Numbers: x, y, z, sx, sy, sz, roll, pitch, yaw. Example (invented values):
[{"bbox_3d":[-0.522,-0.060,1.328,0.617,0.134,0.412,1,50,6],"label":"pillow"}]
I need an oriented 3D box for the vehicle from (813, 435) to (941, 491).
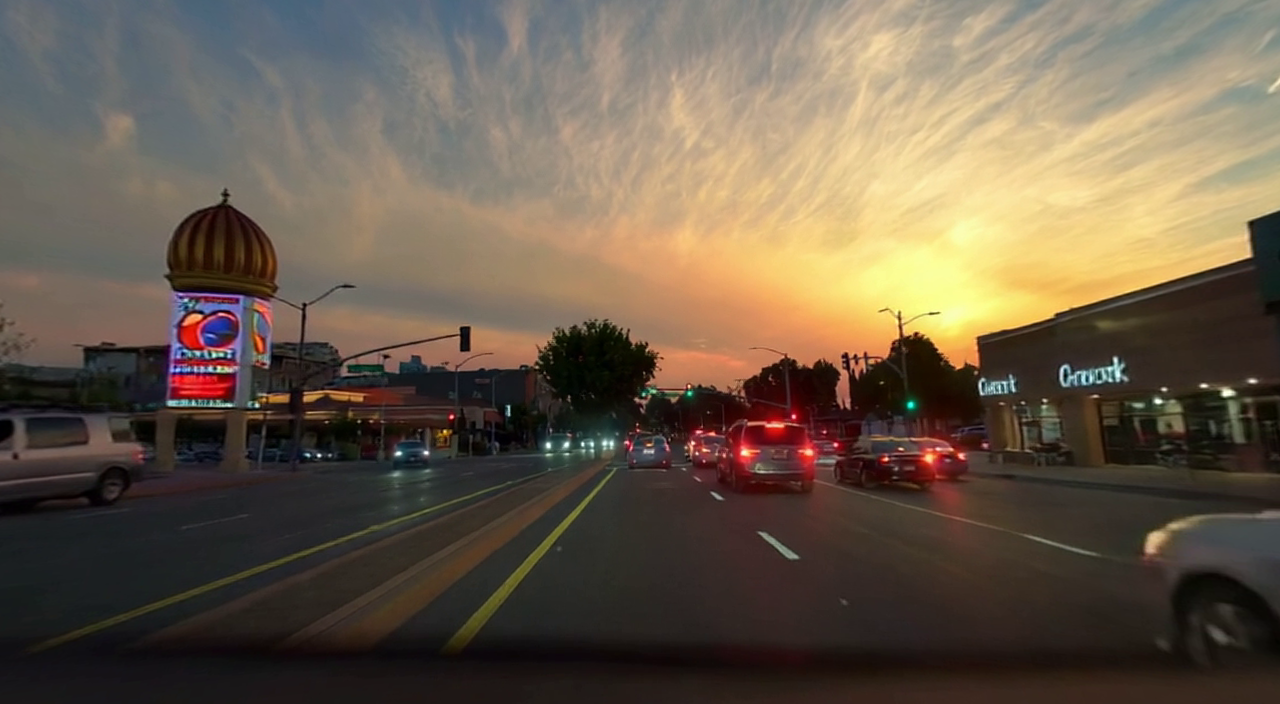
[{"bbox_3d":[6.876,3.253,18.886,2.059,1.458,4.395,0,-8,-1],"label":"vehicle"}]

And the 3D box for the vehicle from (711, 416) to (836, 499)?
[{"bbox_3d":[3.162,2.643,16.151,2.038,1.787,4.946,0,-8,-1],"label":"vehicle"}]

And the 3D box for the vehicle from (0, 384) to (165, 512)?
[{"bbox_3d":[-15.342,2.362,15.580,2.371,2.799,5.978,0,-8,1],"label":"vehicle"}]

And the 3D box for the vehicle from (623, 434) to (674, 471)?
[{"bbox_3d":[0.300,4.410,27.809,2.073,1.496,3.892,0,-8,-1],"label":"vehicle"}]

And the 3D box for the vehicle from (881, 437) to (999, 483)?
[{"bbox_3d":[10.573,3.835,22.700,1.881,1.463,4.726,0,-8,0],"label":"vehicle"}]

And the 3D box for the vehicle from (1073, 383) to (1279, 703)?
[{"bbox_3d":[3.451,0.719,1.312,1.932,1.517,4.430,0,-8,0],"label":"vehicle"}]

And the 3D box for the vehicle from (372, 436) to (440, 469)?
[{"bbox_3d":[-13.614,5.787,36.523,2.106,1.751,4.554,7,-11,-41],"label":"vehicle"}]
